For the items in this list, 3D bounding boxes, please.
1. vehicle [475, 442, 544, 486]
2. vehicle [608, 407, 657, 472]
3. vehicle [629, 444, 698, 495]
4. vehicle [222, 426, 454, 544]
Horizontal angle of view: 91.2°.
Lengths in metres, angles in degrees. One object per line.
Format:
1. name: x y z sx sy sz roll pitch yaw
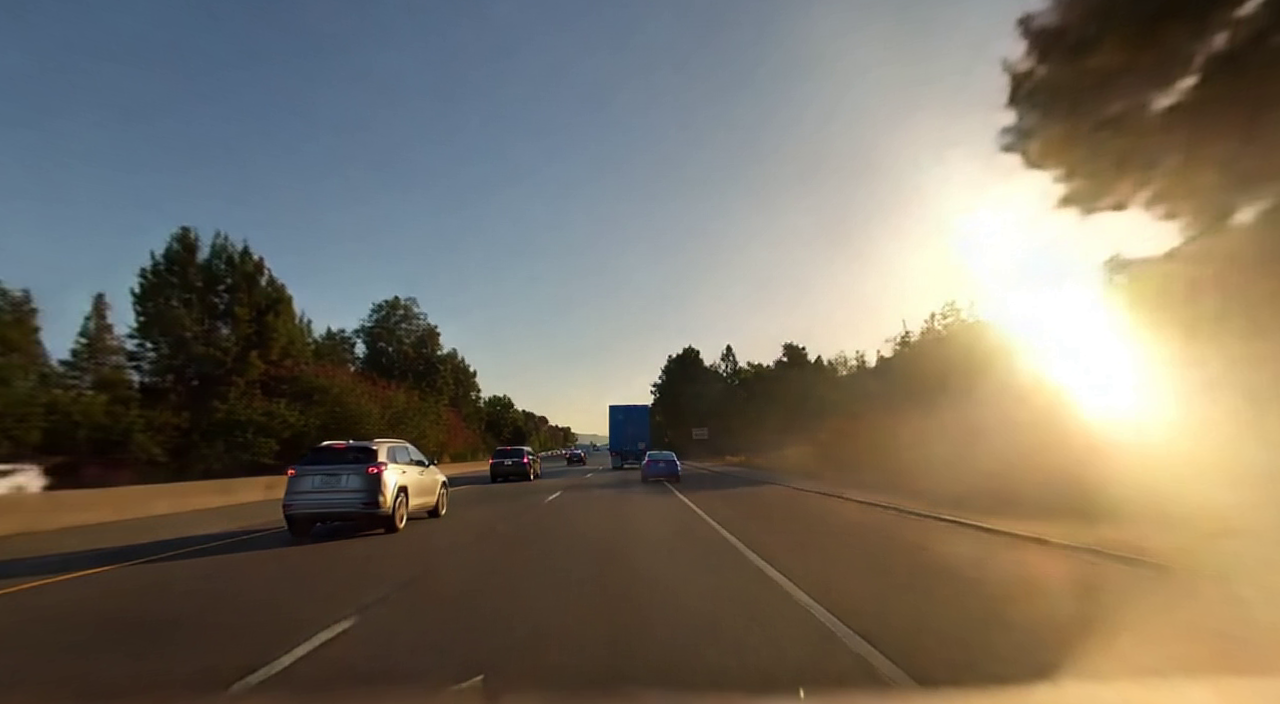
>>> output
1. vehicle: -5.272 4.583 25.930 2.035 1.664 4.064 0 -9 -1
2. vehicle: -0.745 6.367 45.109 3.113 4.066 10.786 0 -9 -3
3. vehicle: 0.674 3.862 20.974 2.026 1.489 4.045 0 -9 -2
4. vehicle: -4.968 2.241 11.154 2.100 1.671 4.105 0 -9 -1
